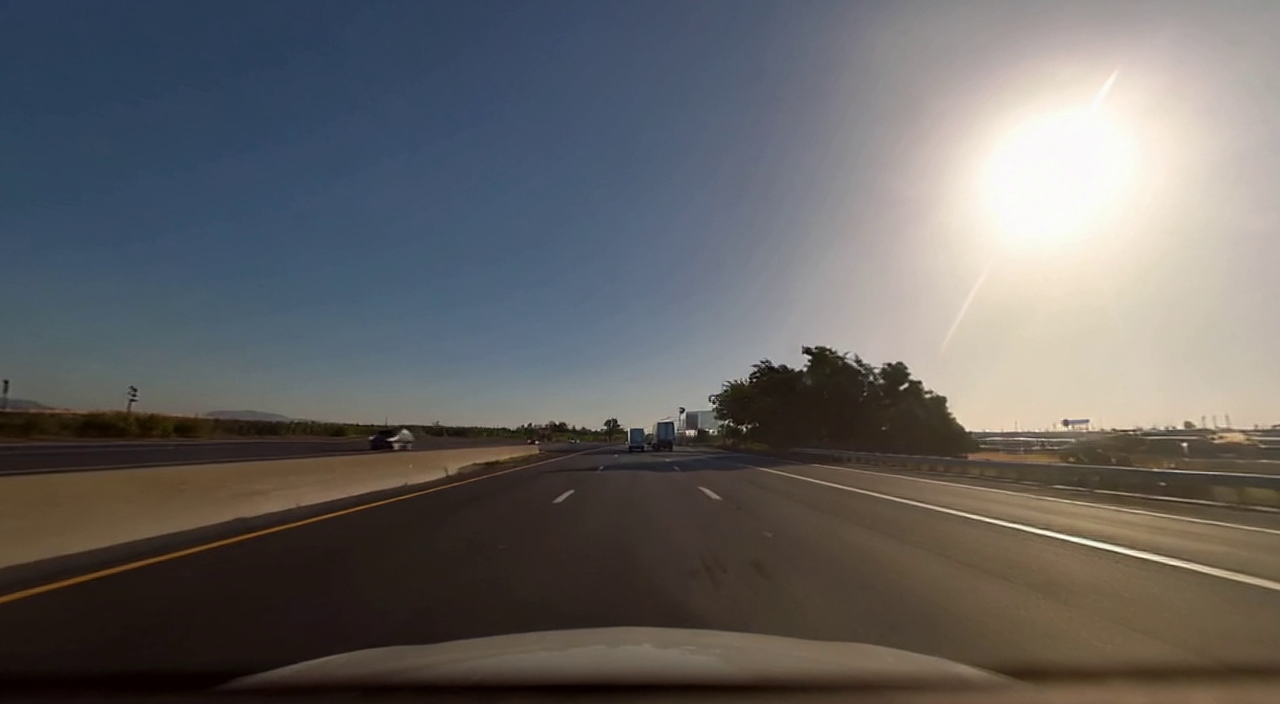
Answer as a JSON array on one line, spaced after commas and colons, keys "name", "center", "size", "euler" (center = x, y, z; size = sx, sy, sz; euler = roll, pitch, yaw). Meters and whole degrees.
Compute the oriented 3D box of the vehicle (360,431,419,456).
[{"name": "vehicle", "center": [-16.038, 5.890, 40.554], "size": [1.904, 1.543, 4.637], "euler": [0, -8, -1]}]
